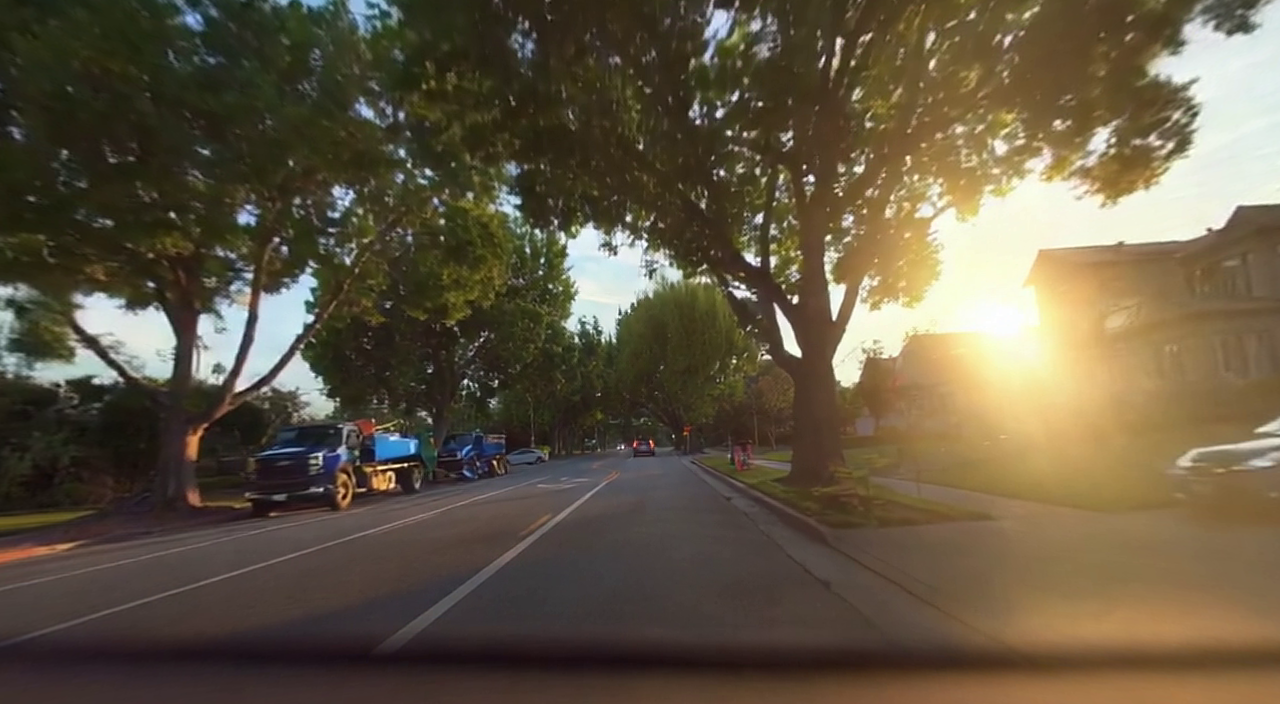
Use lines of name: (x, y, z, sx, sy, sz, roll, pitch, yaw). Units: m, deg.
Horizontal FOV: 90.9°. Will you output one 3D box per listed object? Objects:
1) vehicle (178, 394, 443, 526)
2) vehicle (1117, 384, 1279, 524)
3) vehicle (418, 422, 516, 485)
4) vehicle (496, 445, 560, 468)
vehicle: (-9.267, 3.206, 19.745, 2.970, 3.068, 9.784, 0, -8, 0)
vehicle: (8.715, 1.133, 7.296, 4.623, 1.420, 1.996, -1, -8, 5)
vehicle: (-8.872, 5.283, 33.289, 2.816, 2.723, 7.506, -4, -8, 1)
vehicle: (-8.669, 8.081, 48.957, 4.594, 1.696, 1.971, 0, -8, 0)
